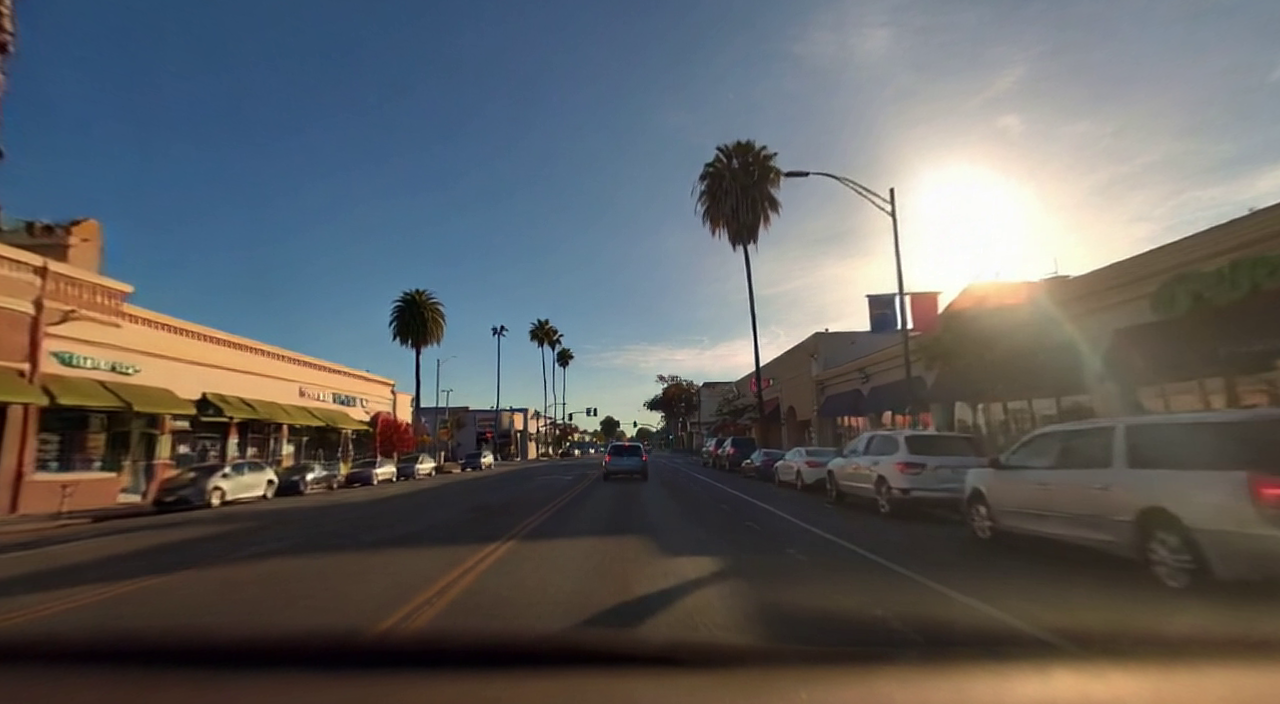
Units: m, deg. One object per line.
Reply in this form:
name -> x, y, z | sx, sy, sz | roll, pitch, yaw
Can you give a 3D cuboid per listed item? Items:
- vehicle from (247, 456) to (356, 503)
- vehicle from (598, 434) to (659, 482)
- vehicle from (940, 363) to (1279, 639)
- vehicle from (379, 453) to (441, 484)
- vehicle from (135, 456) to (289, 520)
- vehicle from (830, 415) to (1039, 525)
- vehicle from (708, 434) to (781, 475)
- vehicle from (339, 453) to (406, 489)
vehicle -> -13.070, 4.898, 24.649 | 1.804, 1.441, 4.534 | -4, -8, 0
vehicle -> -0.430, 4.208, 25.235 | 2.239, 1.763, 4.096 | 0, -8, 0
vehicle -> 5.724, 1.361, 6.499 | 2.430, 1.924, 5.779 | 0, -8, 0
vehicle -> -13.326, 6.742, 36.771 | 1.914, 1.489, 4.523 | -4, -8, 0
vehicle -> -13.248, 4.178, 19.864 | 1.840, 1.521, 4.450 | -5, -8, -1
vehicle -> 5.869, 2.409, 13.404 | 2.129, 1.895, 4.671 | 0, -8, -1
vehicle -> 5.469, 5.458, 33.916 | 2.568, 1.974, 6.203 | 0, -8, -3
vehicle -> -13.264, 5.903, 31.442 | 1.774, 1.522, 3.699 | -3, -8, -1
